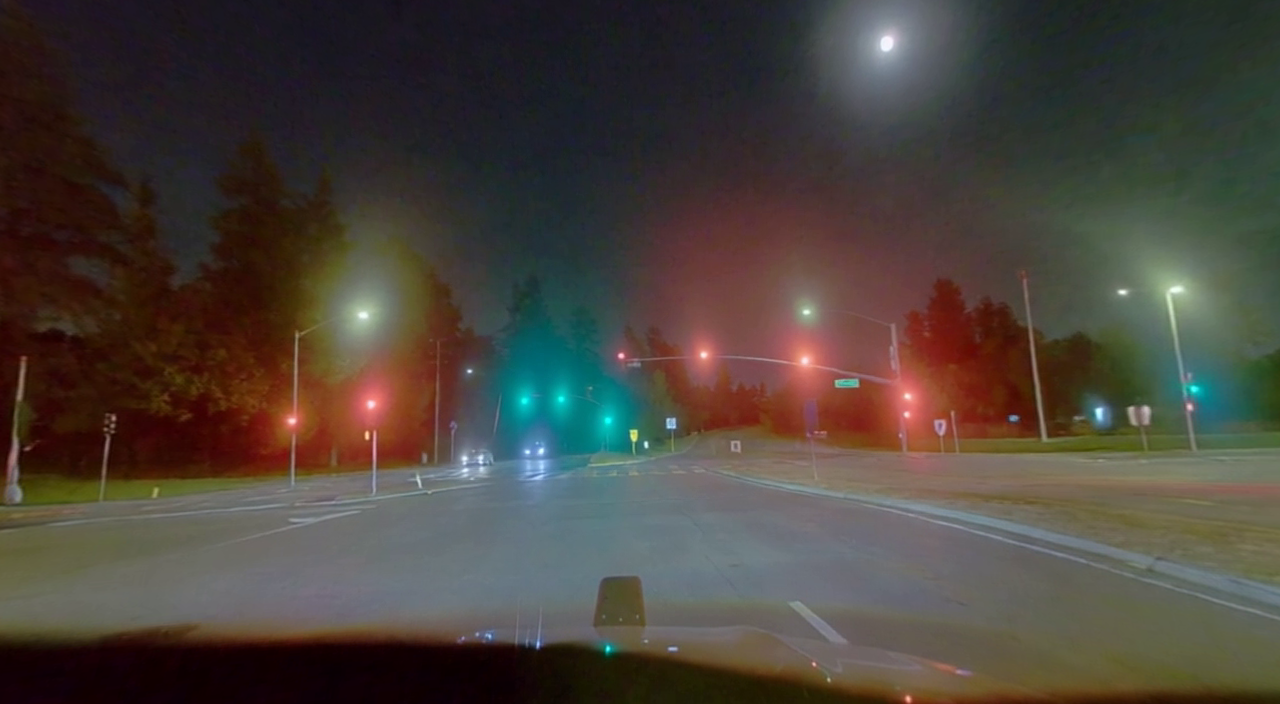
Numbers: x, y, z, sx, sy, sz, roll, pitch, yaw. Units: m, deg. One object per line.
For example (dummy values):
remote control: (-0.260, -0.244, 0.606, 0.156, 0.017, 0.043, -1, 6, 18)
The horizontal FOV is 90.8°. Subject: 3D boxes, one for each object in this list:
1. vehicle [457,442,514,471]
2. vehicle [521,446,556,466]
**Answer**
vehicle: (-11.481, 7.794, 47.505, 2.557, 2.015, 5.959, 0, -8, 2)
vehicle: (-7.896, 8.150, 49.606, 2.049, 1.439, 4.103, 0, -8, 0)
